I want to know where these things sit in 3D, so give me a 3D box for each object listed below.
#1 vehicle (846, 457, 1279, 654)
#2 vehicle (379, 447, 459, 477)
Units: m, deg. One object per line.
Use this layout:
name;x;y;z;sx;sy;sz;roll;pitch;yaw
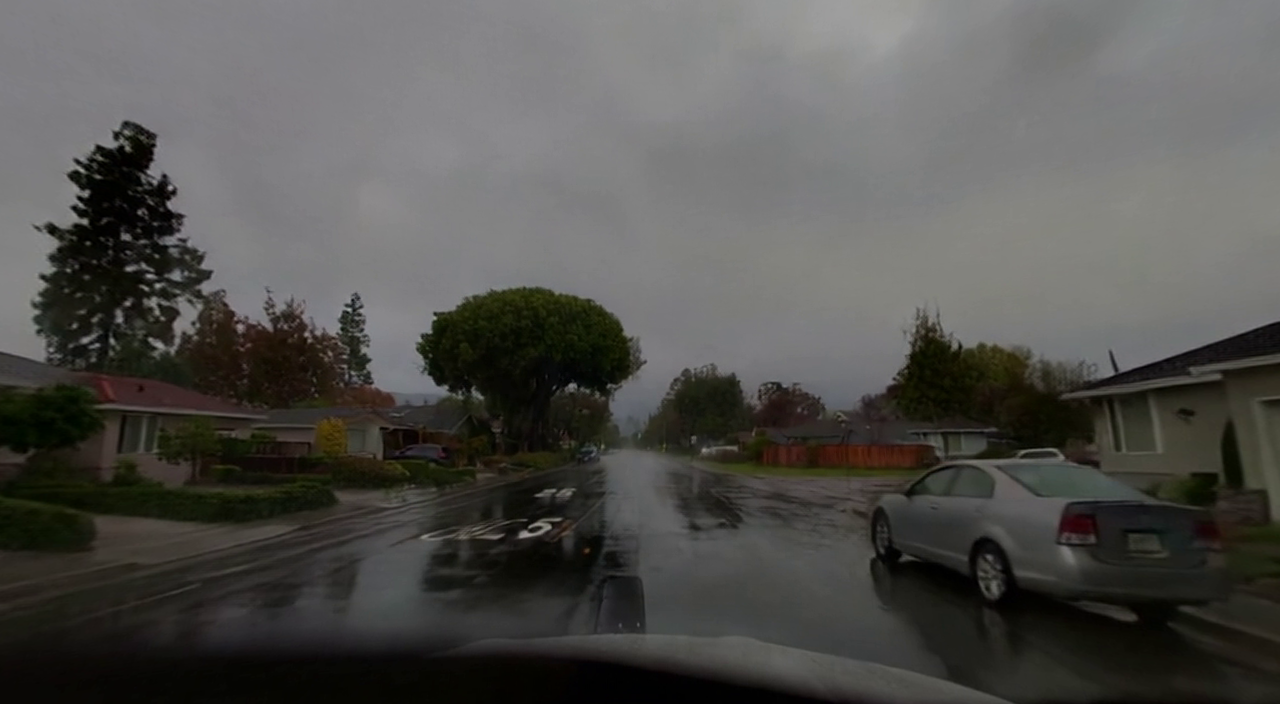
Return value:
vehicle;4.096;1.956;7.202;1.952;1.442;4.529;0;-9;0
vehicle;-12.959;6.487;37.226;3.921;1.629;1.832;0;-10;2
